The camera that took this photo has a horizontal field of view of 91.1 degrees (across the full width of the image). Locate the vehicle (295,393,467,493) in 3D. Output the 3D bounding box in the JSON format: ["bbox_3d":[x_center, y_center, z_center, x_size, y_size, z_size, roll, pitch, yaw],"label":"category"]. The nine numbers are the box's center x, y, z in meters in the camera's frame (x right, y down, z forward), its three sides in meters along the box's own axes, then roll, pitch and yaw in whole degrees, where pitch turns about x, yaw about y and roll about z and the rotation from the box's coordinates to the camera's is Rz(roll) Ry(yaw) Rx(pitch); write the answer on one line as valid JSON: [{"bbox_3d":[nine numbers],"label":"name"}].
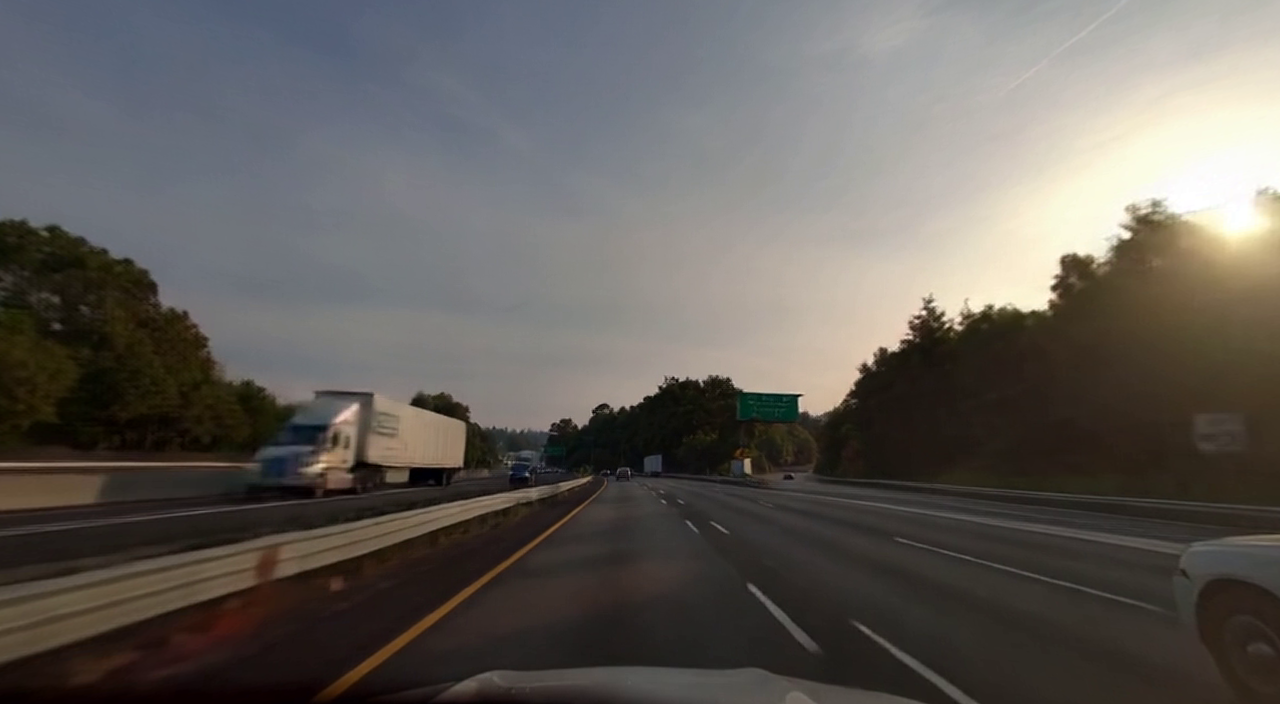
[{"bbox_3d":[-13.258,5.361,35.074,2.975,4.187,16.809,1,-10,-2],"label":"vehicle"}]

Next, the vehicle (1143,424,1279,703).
[{"bbox_3d":[4.083,0.838,1.464,1.965,1.502,4.599,1,-10,0],"label":"vehicle"}]

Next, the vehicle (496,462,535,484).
[{"bbox_3d":[-9.590,9.356,48.648,2.176,1.548,4.347,1,-10,-2],"label":"vehicle"}]
